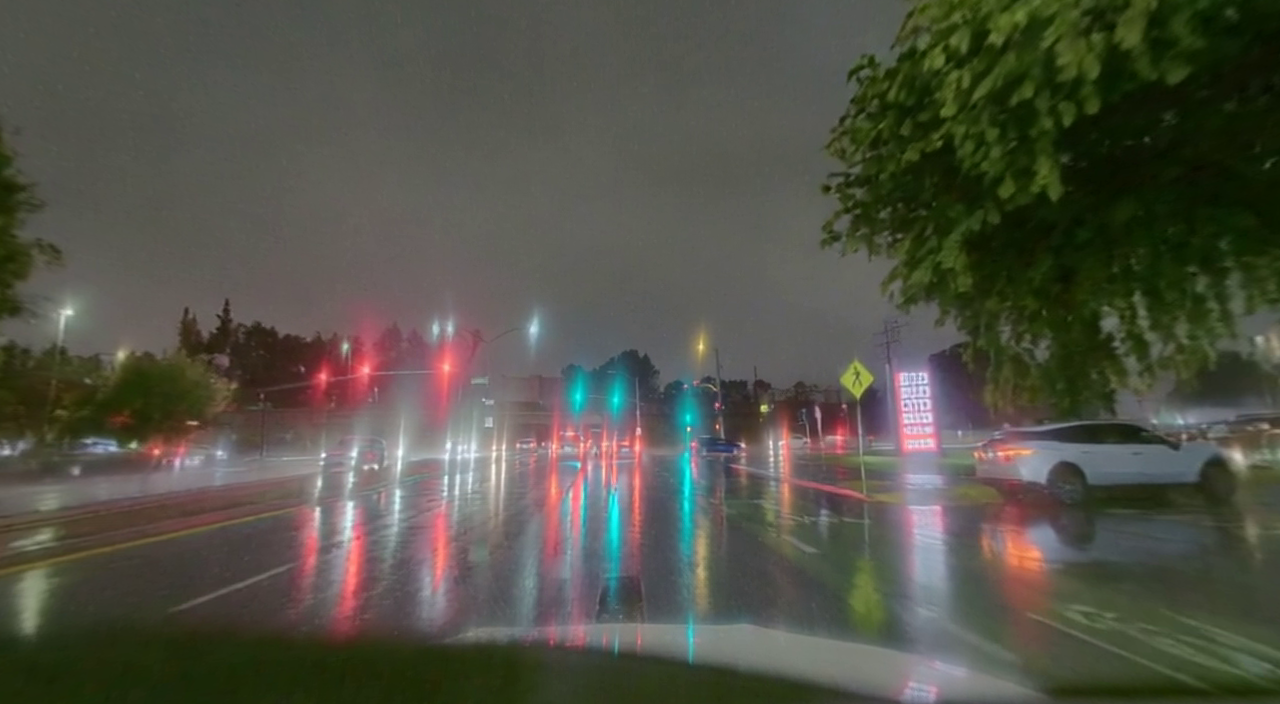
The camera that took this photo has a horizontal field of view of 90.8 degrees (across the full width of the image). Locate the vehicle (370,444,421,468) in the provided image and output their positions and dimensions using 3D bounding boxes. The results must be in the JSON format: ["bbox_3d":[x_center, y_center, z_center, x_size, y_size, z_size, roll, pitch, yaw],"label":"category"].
[{"bbox_3d":[-16.772,7.145,43.583,1.968,1.557,4.650,0,-8,-5],"label":"vehicle"}]

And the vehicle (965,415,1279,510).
[{"bbox_3d":[8.792,2.002,11.650,4.487,1.539,1.947,0,-8,-3],"label":"vehicle"}]

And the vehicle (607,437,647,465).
[{"bbox_3d":[-0.824,5.754,36.767,2.176,1.489,4.518,0,-8,-3],"label":"vehicle"}]

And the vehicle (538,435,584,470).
[{"bbox_3d":[-3.876,4.993,31.611,2.057,1.610,4.891,0,-8,-4],"label":"vehicle"}]

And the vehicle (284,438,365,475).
[{"bbox_3d":[-20.151,6.687,40.772,2.655,2.126,5.813,0,-8,-5],"label":"vehicle"}]
